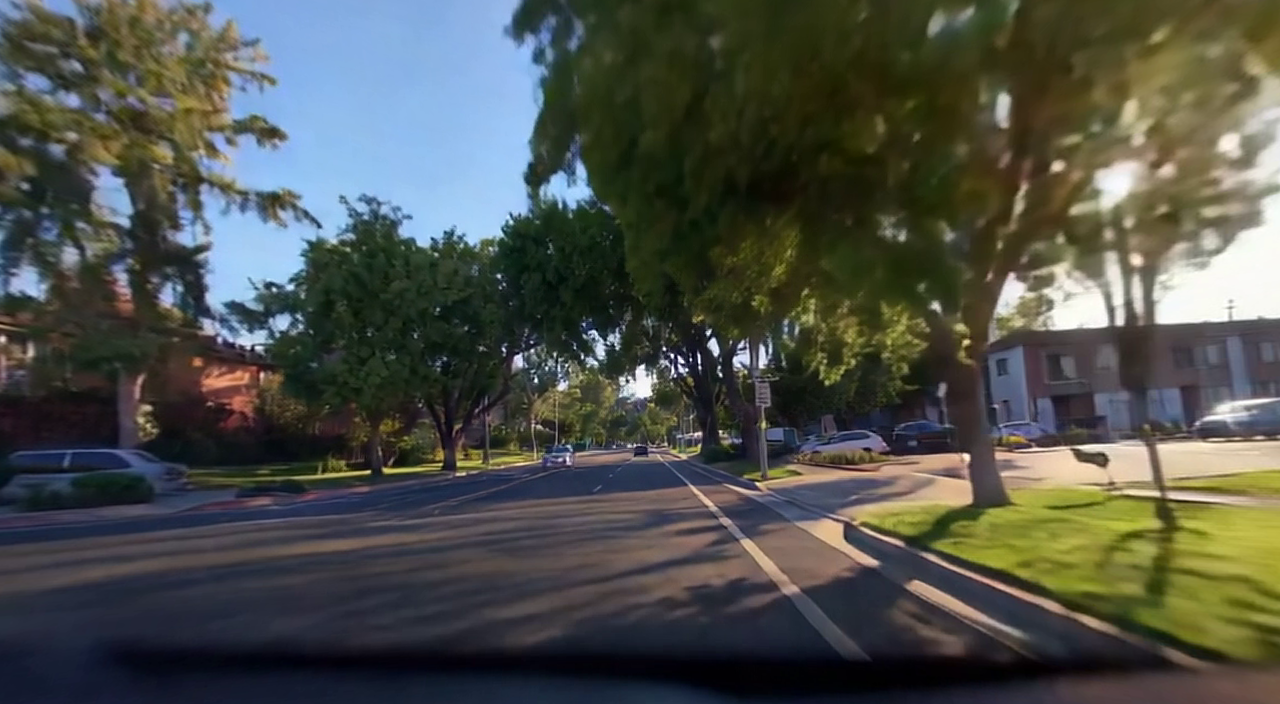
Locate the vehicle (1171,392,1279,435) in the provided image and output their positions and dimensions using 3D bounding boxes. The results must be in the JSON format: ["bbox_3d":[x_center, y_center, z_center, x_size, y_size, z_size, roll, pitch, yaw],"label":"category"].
[{"bbox_3d":[27.255,2.894,28.835,1.850,1.706,4.610,0,-8,0],"label":"vehicle"}]

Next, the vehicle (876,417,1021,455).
[{"bbox_3d":[12.772,3.528,26.356,4.955,1.489,2.002,0,-8,1],"label":"vehicle"}]

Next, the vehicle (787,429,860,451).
[{"bbox_3d":[13.130,6.338,45.339,4.529,1.490,2.168,1,-8,-5],"label":"vehicle"}]
